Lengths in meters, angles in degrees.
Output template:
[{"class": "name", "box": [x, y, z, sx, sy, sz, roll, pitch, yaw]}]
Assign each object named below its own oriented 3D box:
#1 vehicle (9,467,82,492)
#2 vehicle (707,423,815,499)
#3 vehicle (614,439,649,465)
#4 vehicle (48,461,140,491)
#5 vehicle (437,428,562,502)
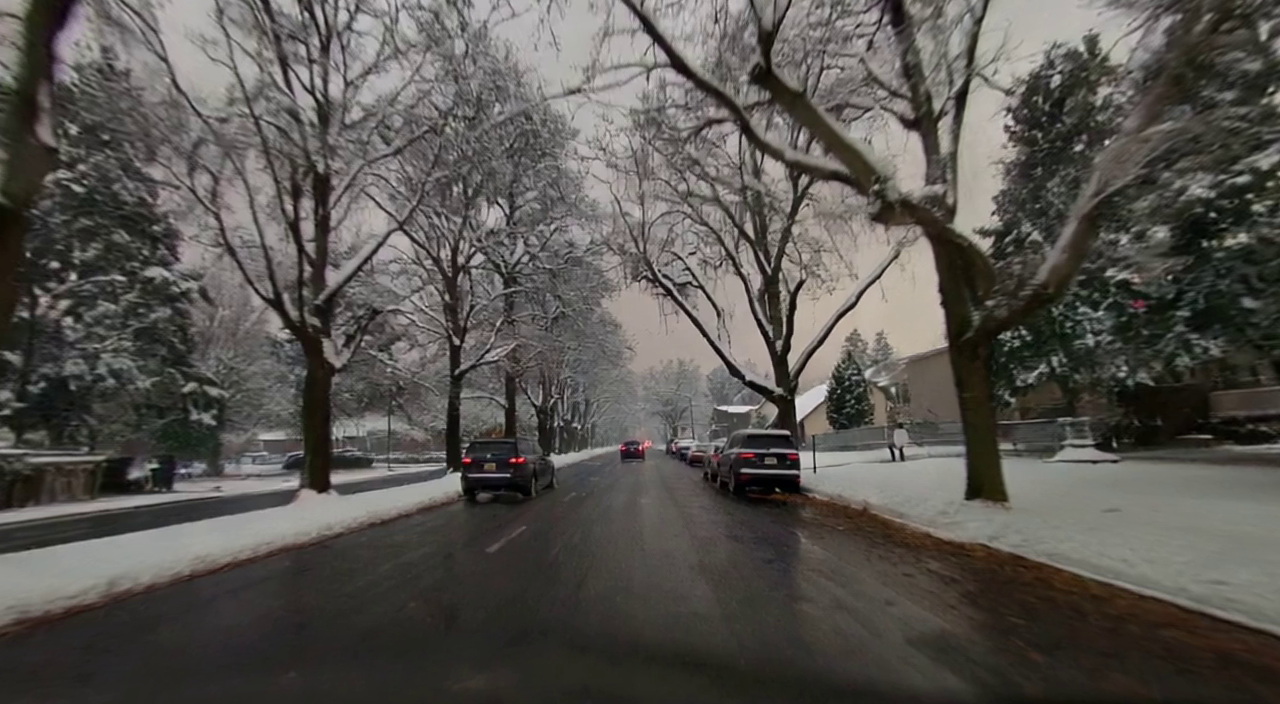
[{"class": "vehicle", "box": [-42.090, 9.000, 44.757, 3.582, 1.568, 1.999, 8, -12, -43]}, {"class": "vehicle", "box": [3.280, 3.102, 18.378, 2.090, 1.839, 5.495, 0, -8, 0]}, {"class": "vehicle", "box": [-0.502, 6.489, 41.157, 2.142, 1.548, 4.273, 0, -8, 0]}, {"class": "vehicle", "box": [-38.276, 8.641, 44.381, 2.093, 1.866, 4.589, -8, -12, 44]}, {"class": "vehicle", "box": [-3.511, 2.936, 16.827, 2.129, 1.668, 4.722, 0, -8, 1]}]
